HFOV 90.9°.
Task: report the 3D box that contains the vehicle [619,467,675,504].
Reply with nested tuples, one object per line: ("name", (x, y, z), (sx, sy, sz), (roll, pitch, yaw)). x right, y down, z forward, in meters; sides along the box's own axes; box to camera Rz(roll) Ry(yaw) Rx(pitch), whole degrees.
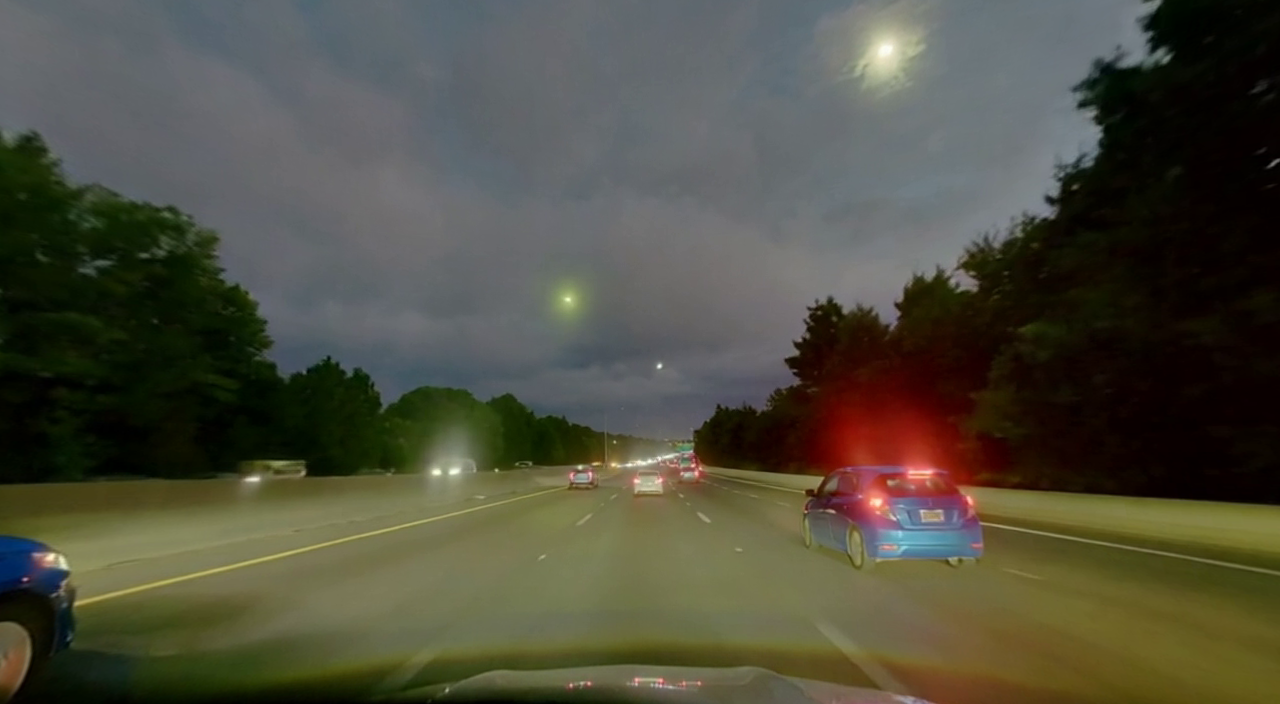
("vehicle", (0.299, 5.759, 27.485), (2.241, 1.425, 3.973), (1, -10, 0))

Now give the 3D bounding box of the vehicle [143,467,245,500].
("vehicle", (-23.183, 6.834, 33.022), (1.946, 1.549, 4.551), (1, -10, 1))

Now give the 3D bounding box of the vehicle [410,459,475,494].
("vehicle", (-11.558, 7.329, 37.270), (2.143, 1.845, 4.823), (0, -10, 2))

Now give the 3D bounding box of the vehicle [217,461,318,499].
("vehicle", (-19.392, 6.680, 33.143), (1.960, 1.786, 5.223), (0, -10, 2))

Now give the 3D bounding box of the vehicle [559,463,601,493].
("vehicle", (-3.594, 7.674, 38.508), (2.021, 1.706, 4.247), (0, -10, 1))

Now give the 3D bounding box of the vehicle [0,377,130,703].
("vehicle", (-3.979, 0.664, 1.384), (1.999, 1.659, 4.340), (1, -10, 0))

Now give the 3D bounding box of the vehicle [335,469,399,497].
("vehicle", (-15.627, 7.500, 36.253), (1.847, 1.472, 3.787), (0, -10, 1))

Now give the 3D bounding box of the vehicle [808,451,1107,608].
("vehicle", (3.771, 2.170, 8.408), (1.938, 1.561, 3.786), (1, -10, -1))
